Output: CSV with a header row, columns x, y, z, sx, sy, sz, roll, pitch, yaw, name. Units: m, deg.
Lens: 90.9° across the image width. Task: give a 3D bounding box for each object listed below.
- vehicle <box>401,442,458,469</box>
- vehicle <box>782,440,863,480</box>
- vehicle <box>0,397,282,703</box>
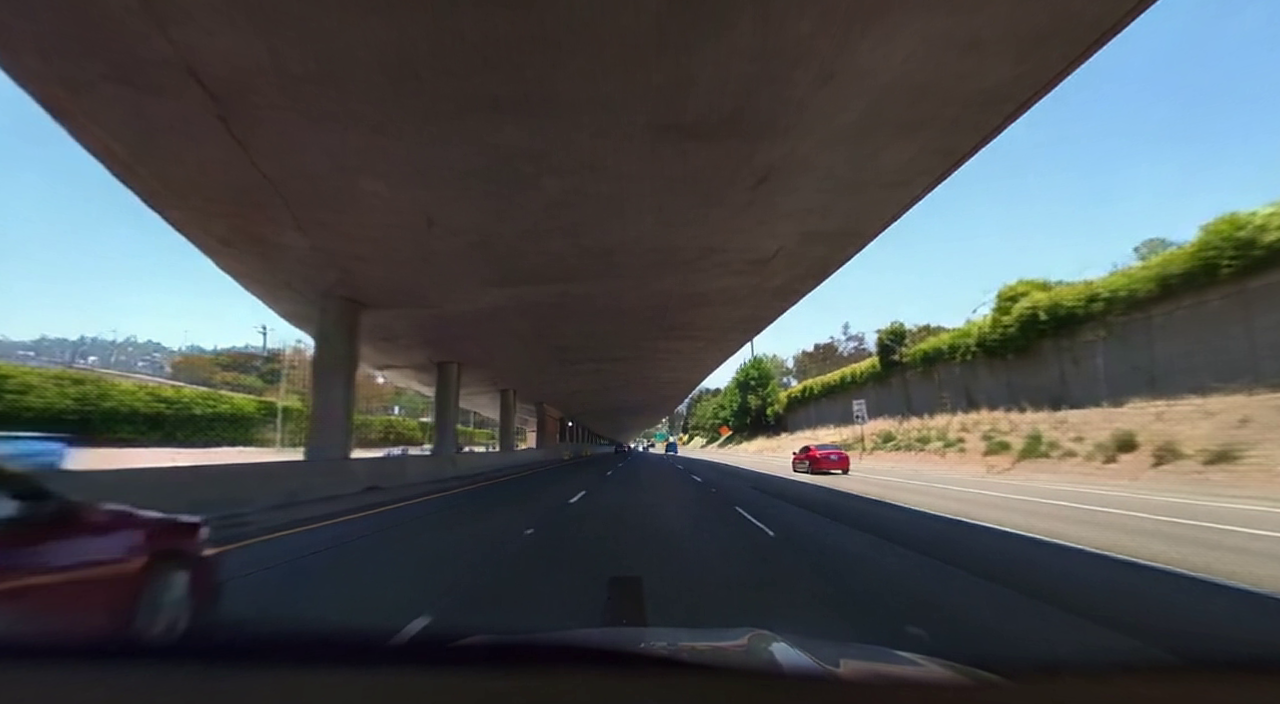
x,y,z,sx,sy,sz,roll,pitch,yaw,name
-13.028,6.404,39.276,1.969,1.582,4.223,0,-8,2,vehicle
7.373,4.403,25.977,1.914,1.465,4.574,0,-8,0,vehicle
-3.799,0.909,2.292,2.085,1.533,4.861,0,-8,1,vehicle
